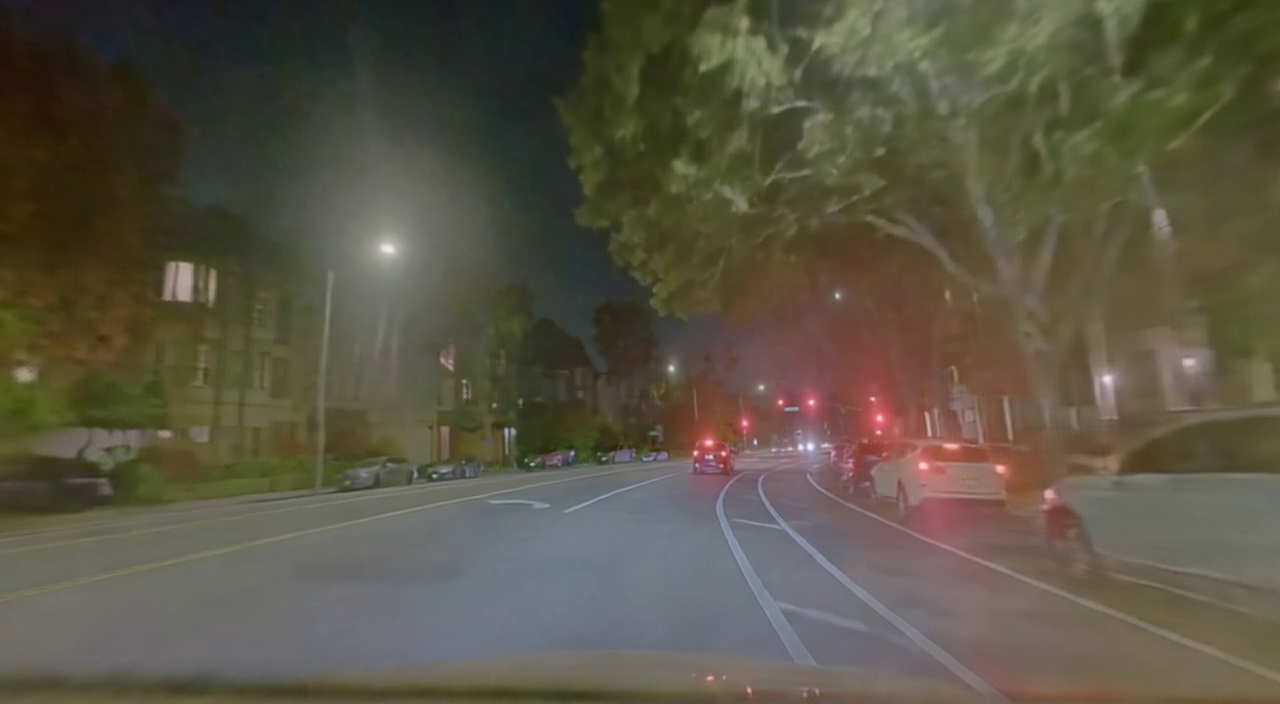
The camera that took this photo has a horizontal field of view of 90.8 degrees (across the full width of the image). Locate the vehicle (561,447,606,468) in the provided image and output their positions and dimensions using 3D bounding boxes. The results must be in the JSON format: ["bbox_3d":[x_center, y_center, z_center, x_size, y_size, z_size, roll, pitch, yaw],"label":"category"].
[{"bbox_3d":[-4.295,8.117,48.781,1.809,1.469,4.485,-3,-9,19],"label":"vehicle"}]

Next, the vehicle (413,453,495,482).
[{"bbox_3d":[-9.453,5.891,32.551,1.893,1.310,4.719,-2,-9,13],"label":"vehicle"}]

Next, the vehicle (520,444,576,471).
[{"bbox_3d":[-6.226,7.185,43.299,1.977,1.761,4.990,-2,-9,15],"label":"vehicle"}]

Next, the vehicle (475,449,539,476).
[{"bbox_3d":[-7.960,6.648,38.291,1.880,1.450,4.627,-2,-9,15],"label":"vehicle"}]

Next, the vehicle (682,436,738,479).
[{"bbox_3d":[3.104,4.512,27.358,1.852,1.680,4.488,-2,-9,13],"label":"vehicle"}]

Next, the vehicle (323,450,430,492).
[{"bbox_3d":[-10.719,4.836,26.102,1.918,1.508,4.353,-1,-8,10],"label":"vehicle"}]

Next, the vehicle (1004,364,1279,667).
[{"bbox_3d":[4.914,1.068,4.383,2.128,1.795,4.622,0,-8,2],"label":"vehicle"}]

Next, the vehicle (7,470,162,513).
[{"bbox_3d":[-20.140,5.044,23.015,4.195,1.400,1.726,-1,-8,6],"label":"vehicle"}]

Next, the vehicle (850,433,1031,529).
[{"bbox_3d":[5.522,2.380,12.353,1.741,1.494,4.587,-1,-8,7],"label":"vehicle"}]
